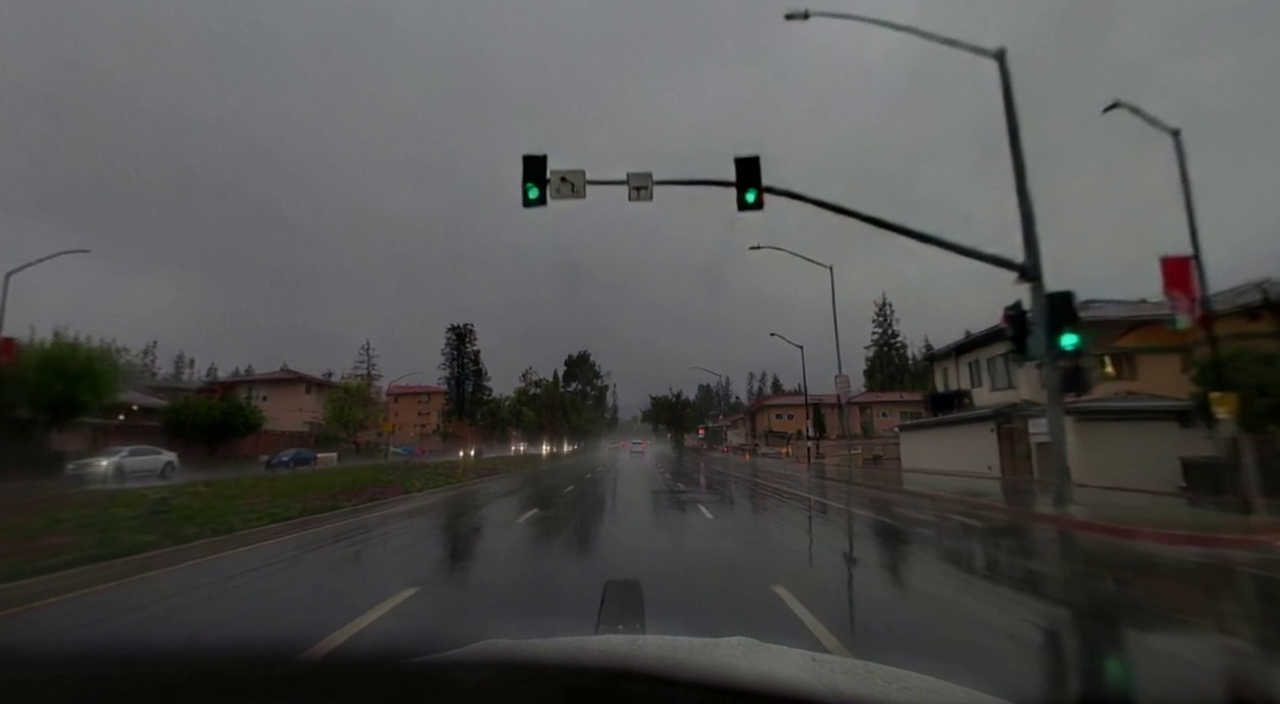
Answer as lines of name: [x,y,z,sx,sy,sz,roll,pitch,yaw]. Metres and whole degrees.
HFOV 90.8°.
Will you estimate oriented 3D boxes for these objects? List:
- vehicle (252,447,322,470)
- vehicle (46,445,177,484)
vehicle: [-24.777,7.474,44.576,1.916,1.524,4.993,-1,-8,3]
vehicle: [-25.136,5.328,30.353,1.908,1.719,4.972,0,-8,1]
